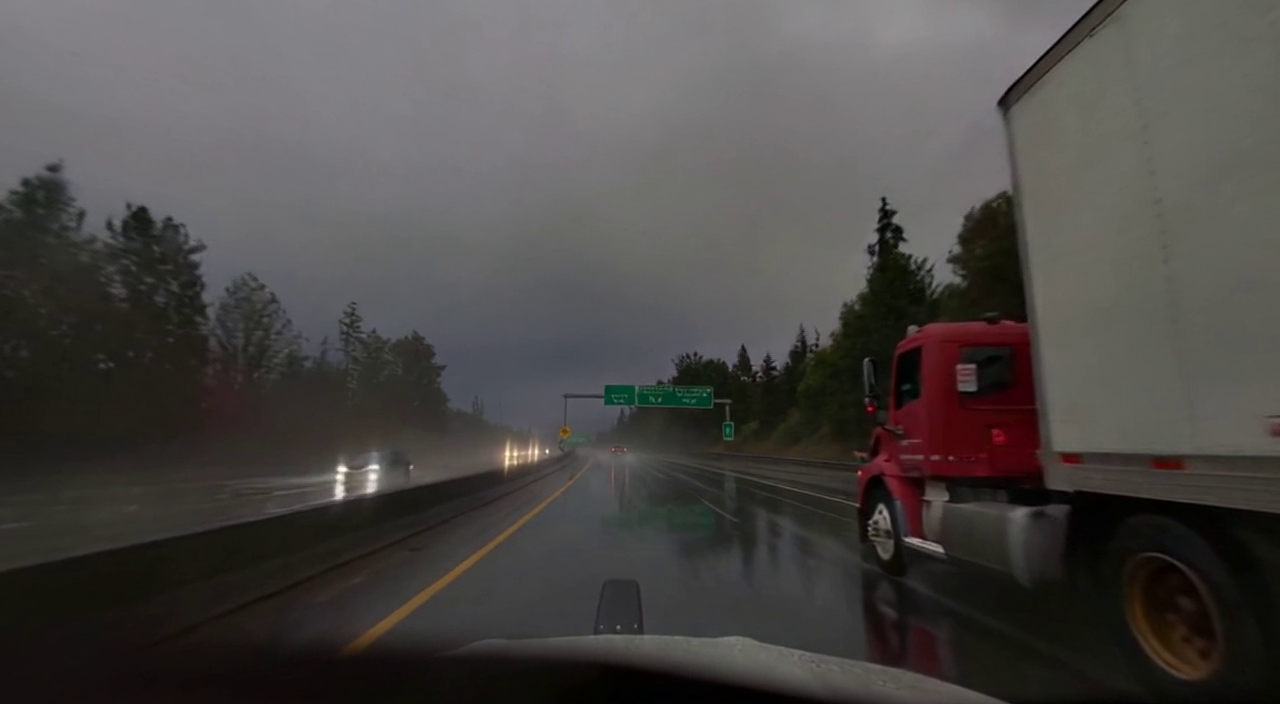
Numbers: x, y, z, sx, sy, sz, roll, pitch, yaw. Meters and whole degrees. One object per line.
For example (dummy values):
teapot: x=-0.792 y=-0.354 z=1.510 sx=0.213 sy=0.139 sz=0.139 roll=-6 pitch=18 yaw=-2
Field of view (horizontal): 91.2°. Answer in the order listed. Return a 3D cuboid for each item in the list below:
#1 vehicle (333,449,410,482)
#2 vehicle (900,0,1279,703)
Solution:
vehicle: x=-13.010 y=5.488 z=30.683 sx=1.815 sy=1.471 sz=4.333 roll=0 pitch=-9 yaw=0
vehicle: x=4.282 y=-0.539 z=0.970 sx=3.016 sy=3.971 sz=10.405 roll=0 pitch=-9 yaw=-1
